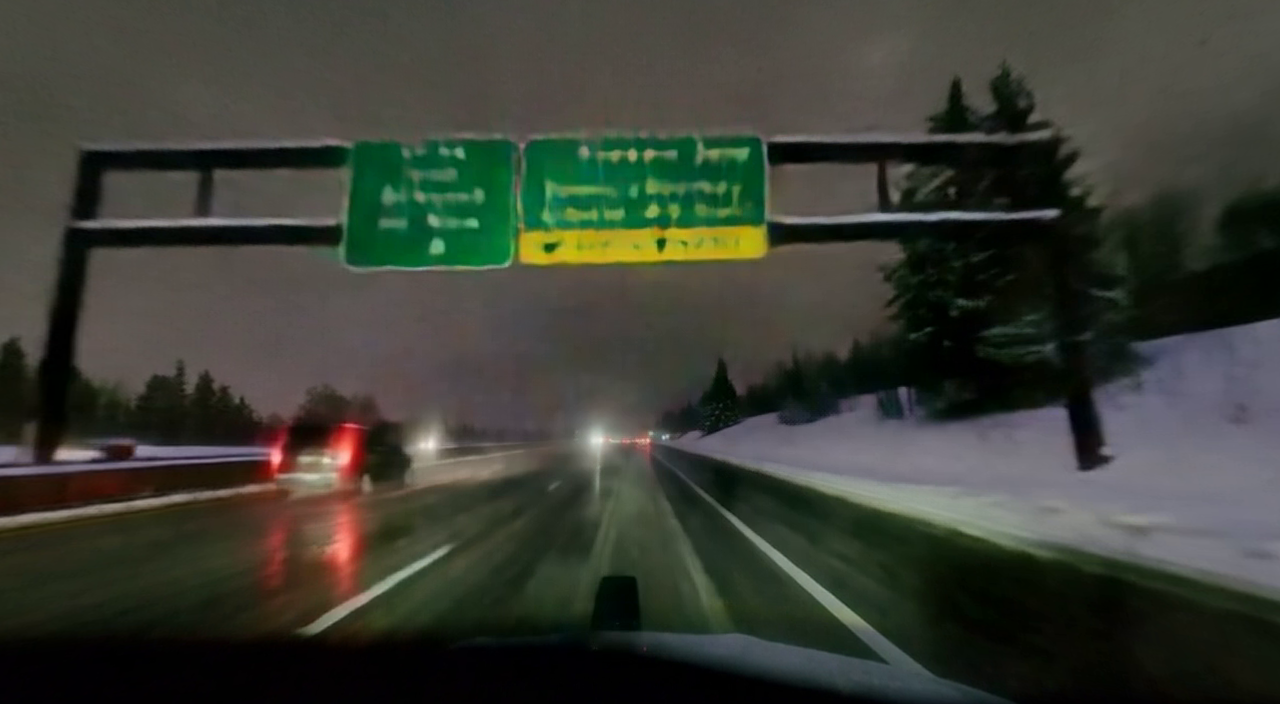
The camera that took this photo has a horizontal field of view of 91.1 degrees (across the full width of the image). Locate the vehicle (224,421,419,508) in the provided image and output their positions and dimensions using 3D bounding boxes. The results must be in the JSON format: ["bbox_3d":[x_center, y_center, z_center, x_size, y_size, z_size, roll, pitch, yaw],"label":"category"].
[{"bbox_3d":[-7.028,2.511,14.586,2.111,1.662,4.630,0,-8,0],"label":"vehicle"}]
